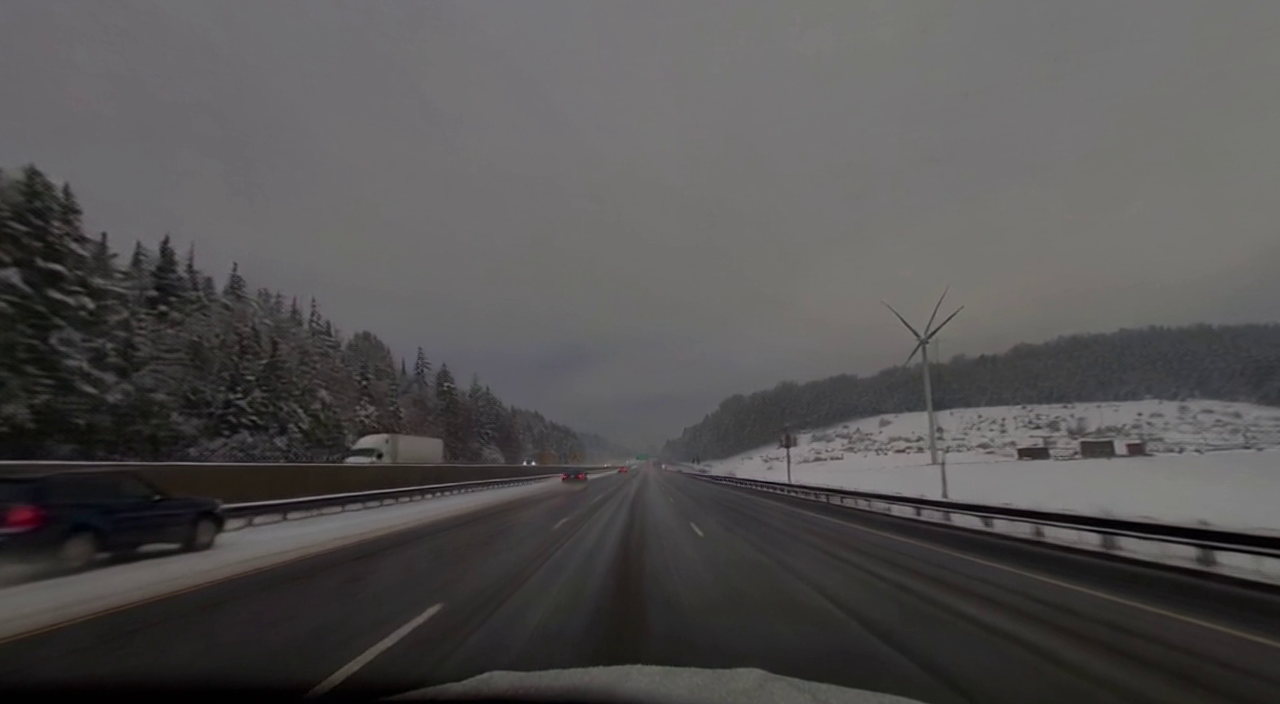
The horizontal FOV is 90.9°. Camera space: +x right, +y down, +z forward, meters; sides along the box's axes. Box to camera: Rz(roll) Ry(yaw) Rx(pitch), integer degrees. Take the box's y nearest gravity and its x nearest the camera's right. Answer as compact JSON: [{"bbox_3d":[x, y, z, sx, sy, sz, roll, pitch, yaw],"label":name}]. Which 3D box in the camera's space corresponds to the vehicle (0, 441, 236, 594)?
[{"bbox_3d":[-7.157,1.792,7.193,1.956,1.451,4.674,1,-10,0],"label":"vehicle"}]

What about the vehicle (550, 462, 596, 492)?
[{"bbox_3d":[-3.646,6.889,35.003,2.039,1.505,4.843,1,-10,0],"label":"vehicle"}]
